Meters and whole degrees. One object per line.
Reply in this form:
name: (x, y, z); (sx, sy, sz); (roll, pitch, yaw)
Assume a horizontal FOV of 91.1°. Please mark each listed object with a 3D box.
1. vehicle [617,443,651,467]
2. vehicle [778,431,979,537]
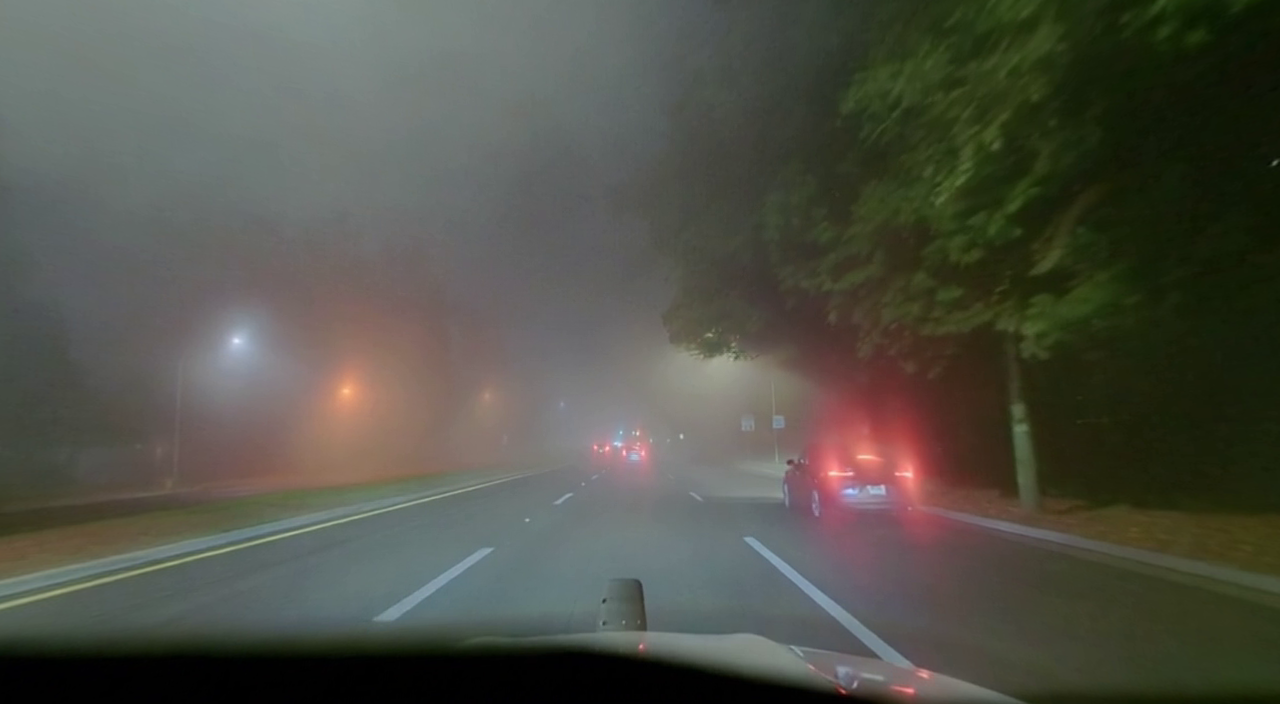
vehicle: (-0.361, 7.102, 43.316); (2.095, 1.548, 4.264); (-1, -9, 2)
vehicle: (3.971, 2.267, 11.390); (1.913, 1.516, 4.322); (0, -9, 0)
